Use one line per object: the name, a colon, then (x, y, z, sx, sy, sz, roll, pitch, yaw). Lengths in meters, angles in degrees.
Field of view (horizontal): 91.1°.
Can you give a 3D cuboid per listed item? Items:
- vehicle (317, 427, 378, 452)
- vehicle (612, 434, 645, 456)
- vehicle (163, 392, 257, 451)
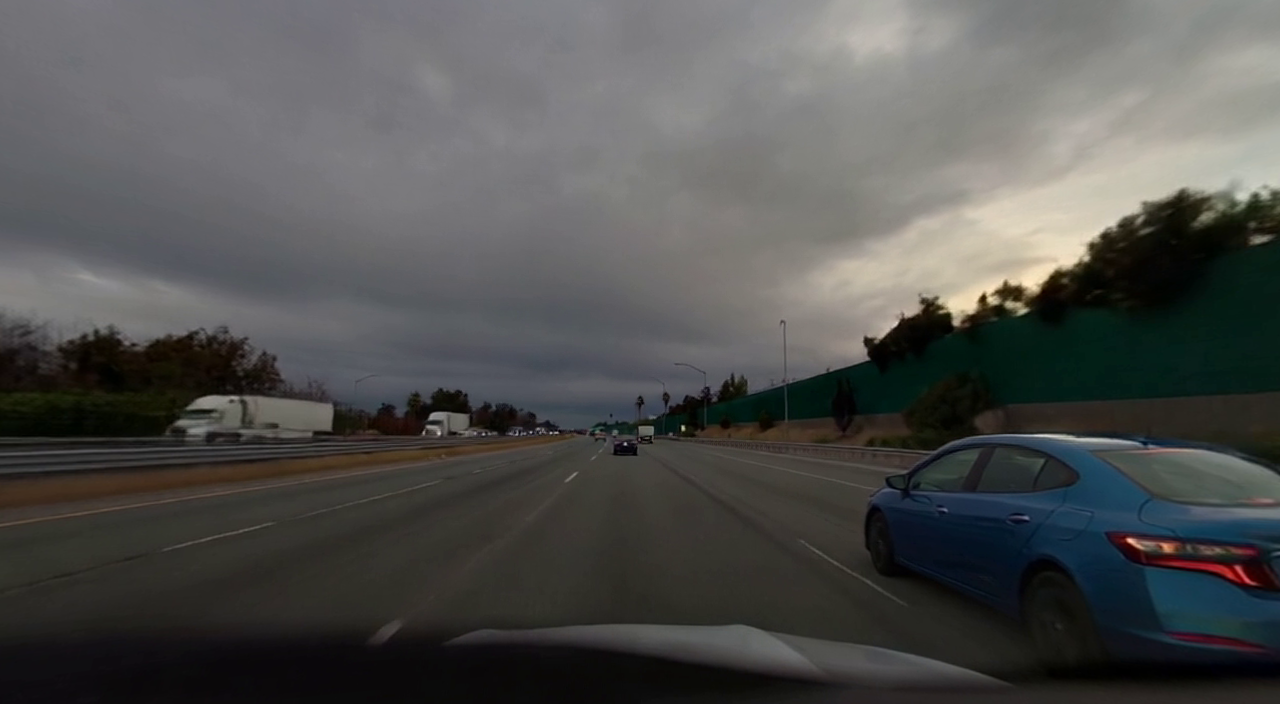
vehicle: (-18.653, 5.615, 40.352, 1.925, 1.462, 4.293, 0, -8, -1)
vehicle: (-0.802, 6.313, 42.964, 2.121, 1.445, 4.187, 0, -8, -2)
vehicle: (-30.223, 4.988, 44.491, 2.779, 3.898, 5.514, 1, -7, -3)
